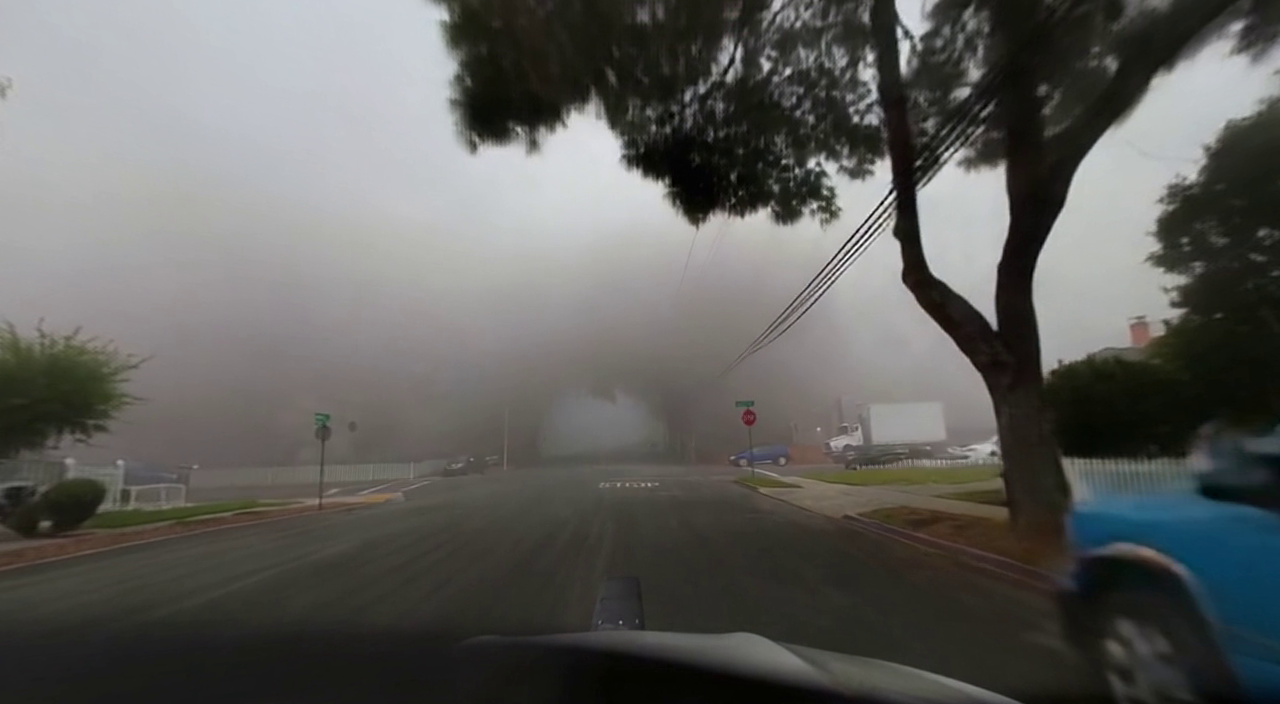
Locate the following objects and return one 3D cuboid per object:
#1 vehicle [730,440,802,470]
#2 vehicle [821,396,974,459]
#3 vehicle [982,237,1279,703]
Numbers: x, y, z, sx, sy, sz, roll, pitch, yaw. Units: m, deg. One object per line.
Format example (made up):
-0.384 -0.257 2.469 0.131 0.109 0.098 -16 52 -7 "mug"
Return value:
7.530 6.191 38.123 3.867 1.710 2.107 0 -9 -1 "vehicle"
15.225 4.599 37.909 7.759 3.523 2.930 -1 -9 0 "vehicle"
2.700 0.445 0.509 2.126 1.795 4.751 0 -9 0 "vehicle"
